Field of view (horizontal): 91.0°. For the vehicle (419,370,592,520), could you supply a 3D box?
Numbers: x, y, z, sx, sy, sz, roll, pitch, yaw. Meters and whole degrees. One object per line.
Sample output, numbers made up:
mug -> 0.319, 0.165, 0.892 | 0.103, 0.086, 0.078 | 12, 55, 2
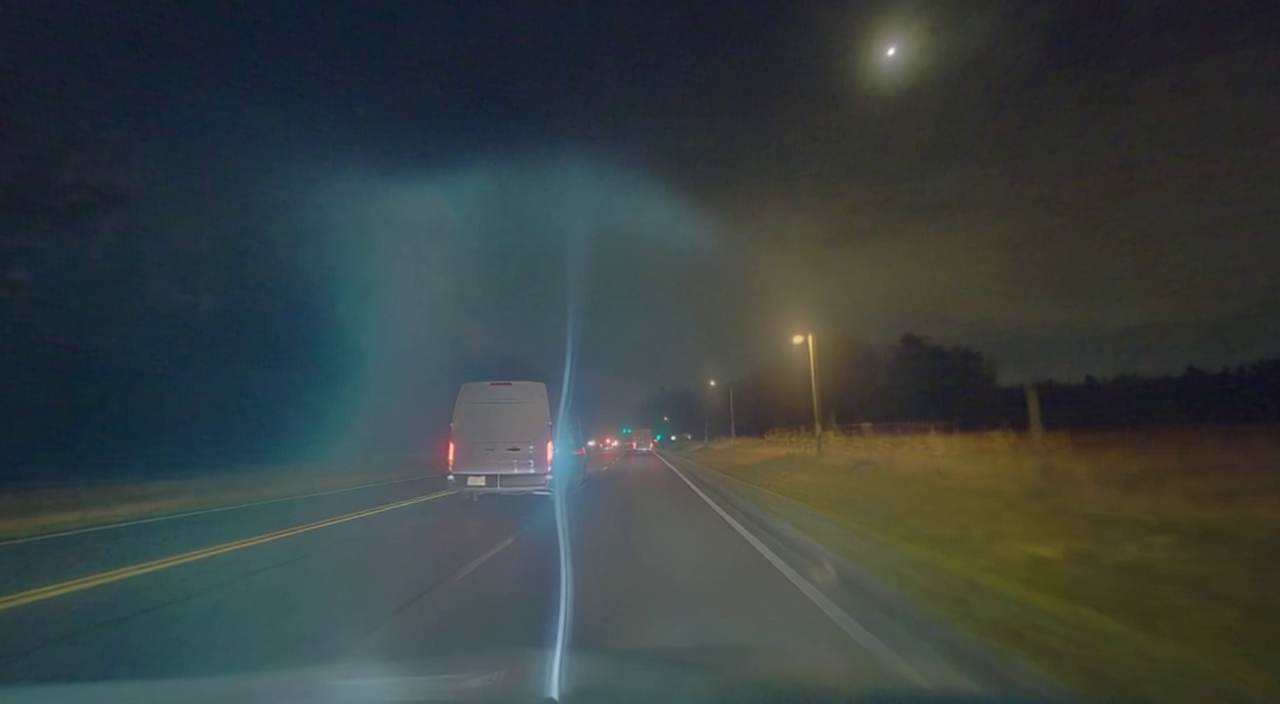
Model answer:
vehicle -> -2.593, 2.061, 14.150 | 2.497, 2.628, 6.016 | 0, -8, 0
